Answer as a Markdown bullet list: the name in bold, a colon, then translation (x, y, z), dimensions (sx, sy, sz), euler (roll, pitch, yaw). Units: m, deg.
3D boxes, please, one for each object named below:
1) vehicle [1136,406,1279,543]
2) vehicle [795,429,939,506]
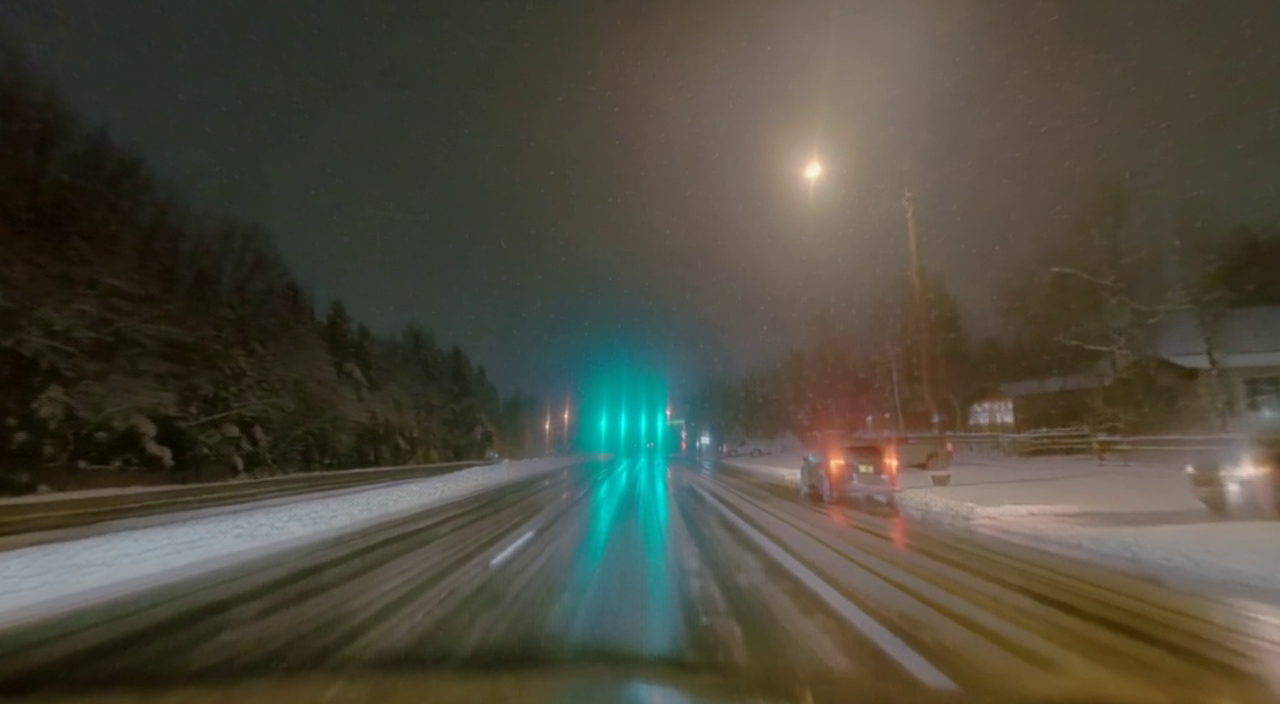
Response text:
- **vehicle**: translation (10.813, 1.807, 9.631), dimensions (4.653, 1.825, 2.099), euler (0, -8, -1)
- **vehicle**: translation (5.579, 2.884, 16.248), dimensions (2.057, 1.688, 4.596), euler (0, -8, 1)
